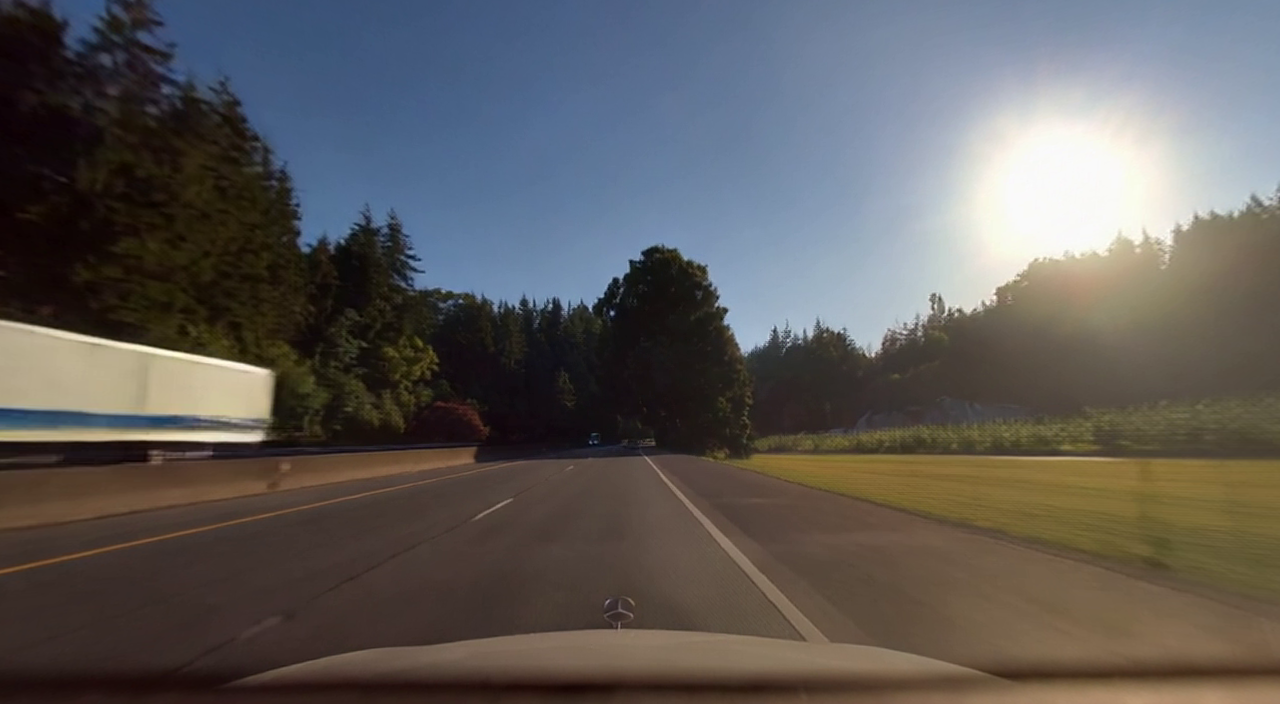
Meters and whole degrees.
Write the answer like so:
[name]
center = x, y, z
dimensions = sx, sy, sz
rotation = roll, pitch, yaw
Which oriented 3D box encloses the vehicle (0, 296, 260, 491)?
[vehicle]
center = -15.193, 1.169, 15.342
dimensions = 3.113, 4.106, 14.185
rotation = 0, -8, -1
